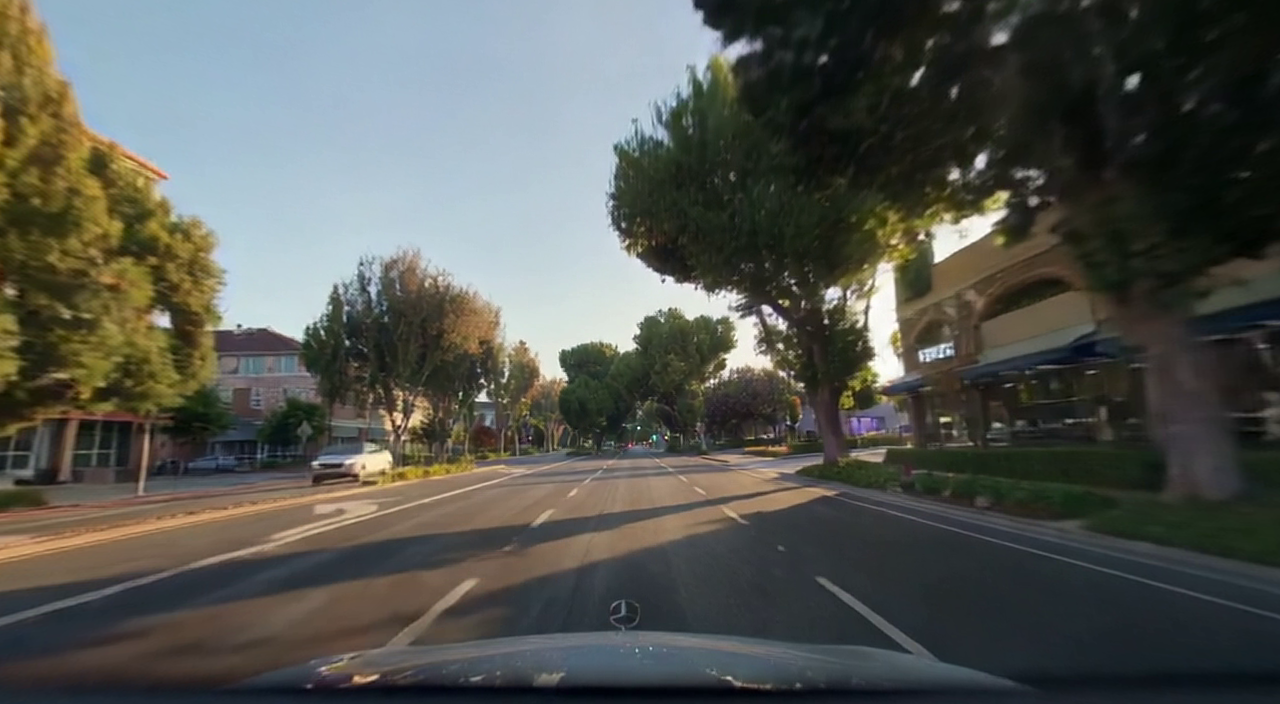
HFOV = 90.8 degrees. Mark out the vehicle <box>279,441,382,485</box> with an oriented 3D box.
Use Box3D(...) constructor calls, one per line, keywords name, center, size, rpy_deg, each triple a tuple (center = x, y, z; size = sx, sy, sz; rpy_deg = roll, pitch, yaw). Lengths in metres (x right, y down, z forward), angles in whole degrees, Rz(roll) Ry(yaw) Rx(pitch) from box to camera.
Box3D(name="vehicle", center=(-13.779, 4.926, 28.548), size=(2.133, 1.770, 5.049), rpy_deg=(0, -8, 0))
